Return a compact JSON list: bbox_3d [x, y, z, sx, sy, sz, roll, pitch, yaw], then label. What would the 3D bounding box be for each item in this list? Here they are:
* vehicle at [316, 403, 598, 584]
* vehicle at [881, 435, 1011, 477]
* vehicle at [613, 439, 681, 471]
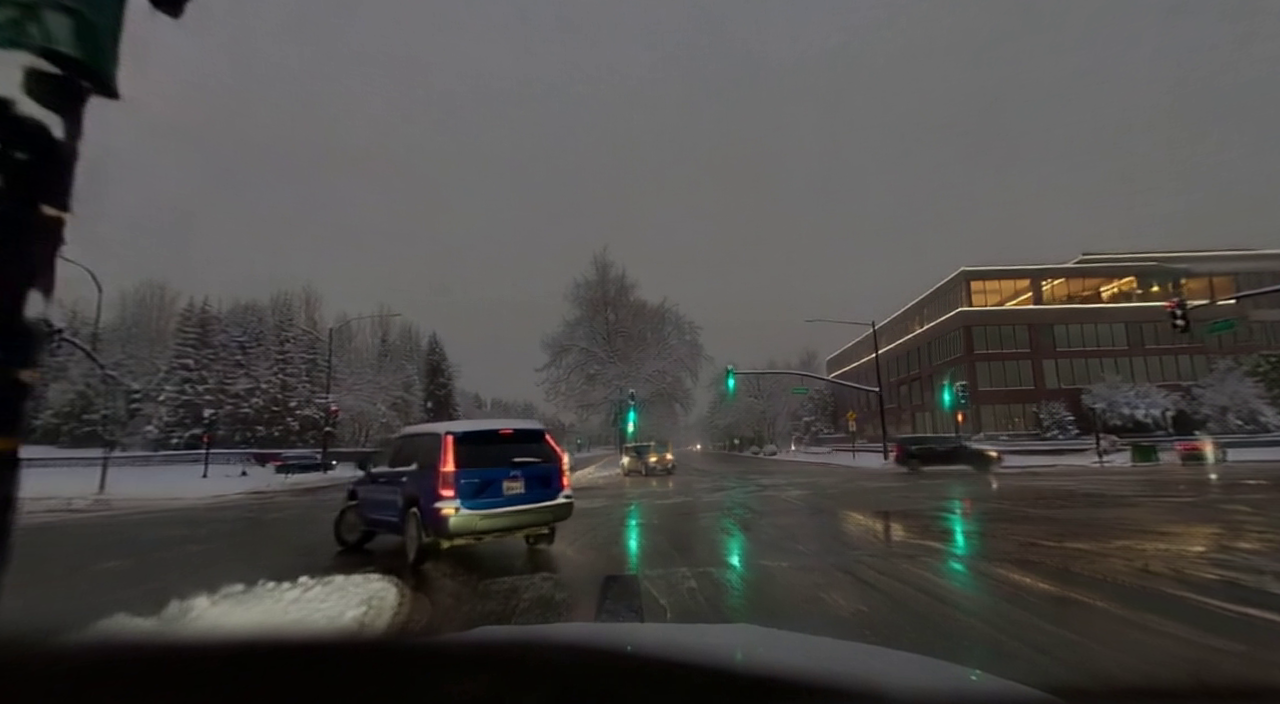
[{"bbox_3d":[-2.648,1.747,8.605,2.085,1.807,4.038,7,-11,-41],"label":"vehicle"},{"bbox_3d":[12.443,4.235,25.922,4.529,1.604,2.130,-4,-9,25],"label":"vehicle"},{"bbox_3d":[0.311,5.768,35.552,1.998,1.674,4.652,4,-9,-24],"label":"vehicle"}]
